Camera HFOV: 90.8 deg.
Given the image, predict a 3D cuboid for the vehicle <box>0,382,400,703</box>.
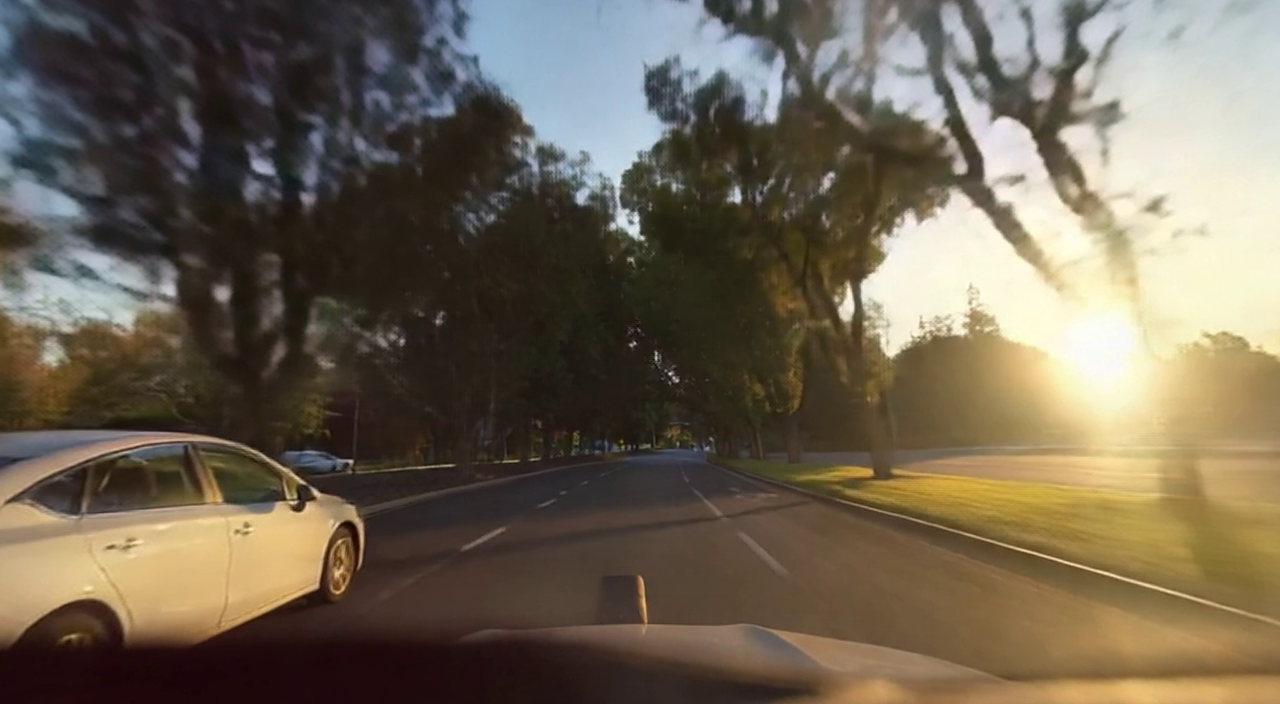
[{"bbox_3d":[-3.249,1.097,3.767,1.915,1.521,4.283,0,-8,0],"label":"vehicle"}]
